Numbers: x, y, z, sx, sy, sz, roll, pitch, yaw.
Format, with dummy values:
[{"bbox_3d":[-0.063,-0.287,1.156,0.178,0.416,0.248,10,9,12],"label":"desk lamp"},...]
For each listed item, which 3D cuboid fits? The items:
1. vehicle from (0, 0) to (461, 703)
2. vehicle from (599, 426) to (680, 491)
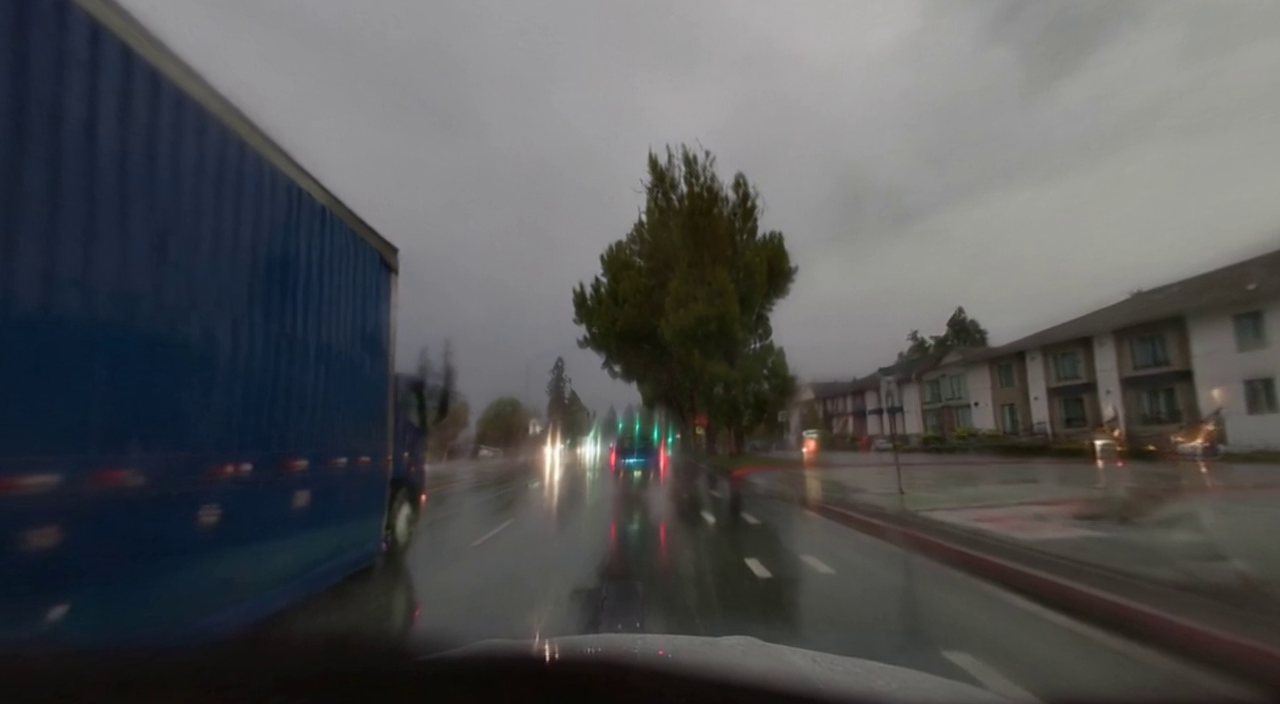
[{"bbox_3d":[-3.837,-0.263,2.865,2.996,3.902,10.410,0,-8,0],"label":"vehicle"},{"bbox_3d":[-0.043,3.060,18.467,2.094,1.682,3.866,0,-8,-1],"label":"vehicle"}]
